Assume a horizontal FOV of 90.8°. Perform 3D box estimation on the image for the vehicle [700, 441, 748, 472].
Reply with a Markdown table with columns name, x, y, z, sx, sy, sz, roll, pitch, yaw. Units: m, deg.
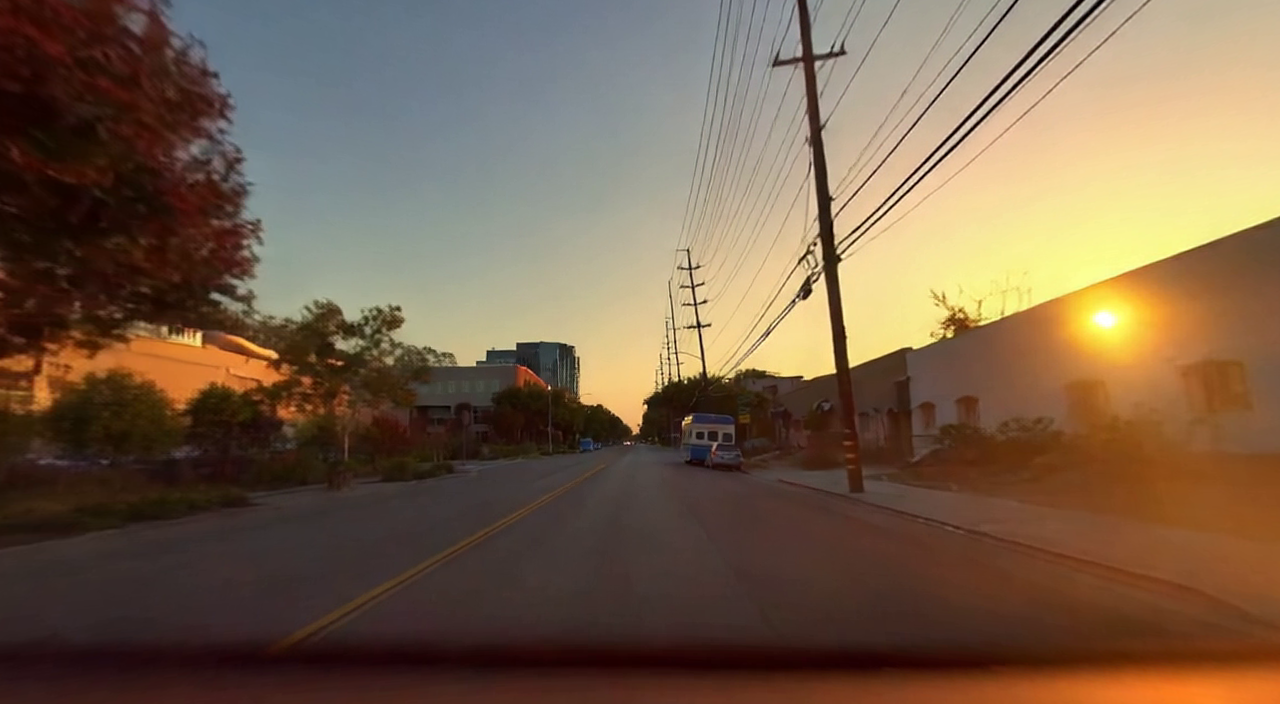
| name | x | y | z | sx | sy | sz | roll | pitch | yaw |
| --- | --- | --- | --- | --- | --- | --- | --- | --- | --- |
| vehicle | 4.345 | 5.469 | 33.320 | 1.852 | 1.497 | 3.672 | -2 | -8 | -2 |

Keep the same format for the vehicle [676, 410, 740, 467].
| name | x | y | z | sx | sy | sz | roll | pitch | yaw |
| --- | --- | --- | --- | --- | --- | --- | --- | --- | --- |
| vehicle | 4.169 | 5.610 | 40.816 | 3.110 | 3.241 | 8.788 | 0 | -8 | 0 |
